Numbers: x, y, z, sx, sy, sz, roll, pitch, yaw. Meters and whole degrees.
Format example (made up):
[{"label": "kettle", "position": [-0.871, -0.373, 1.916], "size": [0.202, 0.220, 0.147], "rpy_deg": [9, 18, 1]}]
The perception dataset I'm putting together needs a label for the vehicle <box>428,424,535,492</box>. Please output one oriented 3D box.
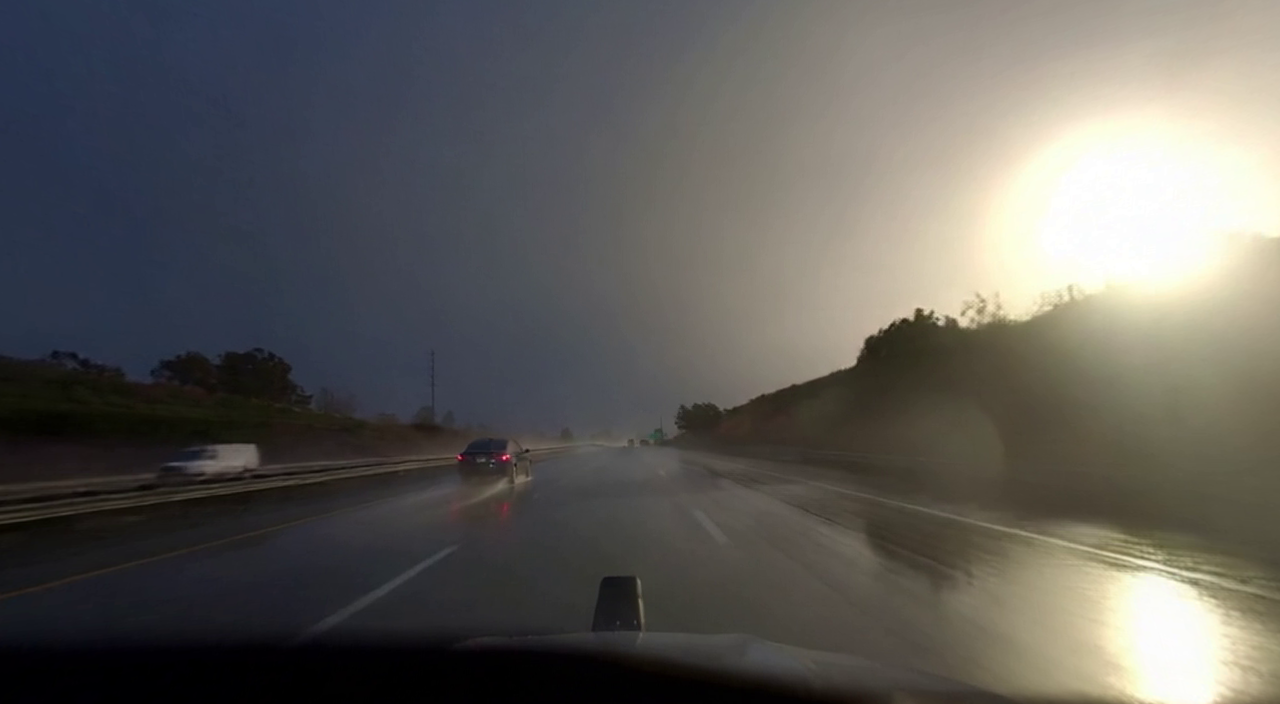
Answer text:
[{"label": "vehicle", "position": [-4.364, 2.984, 18.105], "size": [2.063, 1.661, 4.439], "rpy_deg": [1, -8, -2]}]
